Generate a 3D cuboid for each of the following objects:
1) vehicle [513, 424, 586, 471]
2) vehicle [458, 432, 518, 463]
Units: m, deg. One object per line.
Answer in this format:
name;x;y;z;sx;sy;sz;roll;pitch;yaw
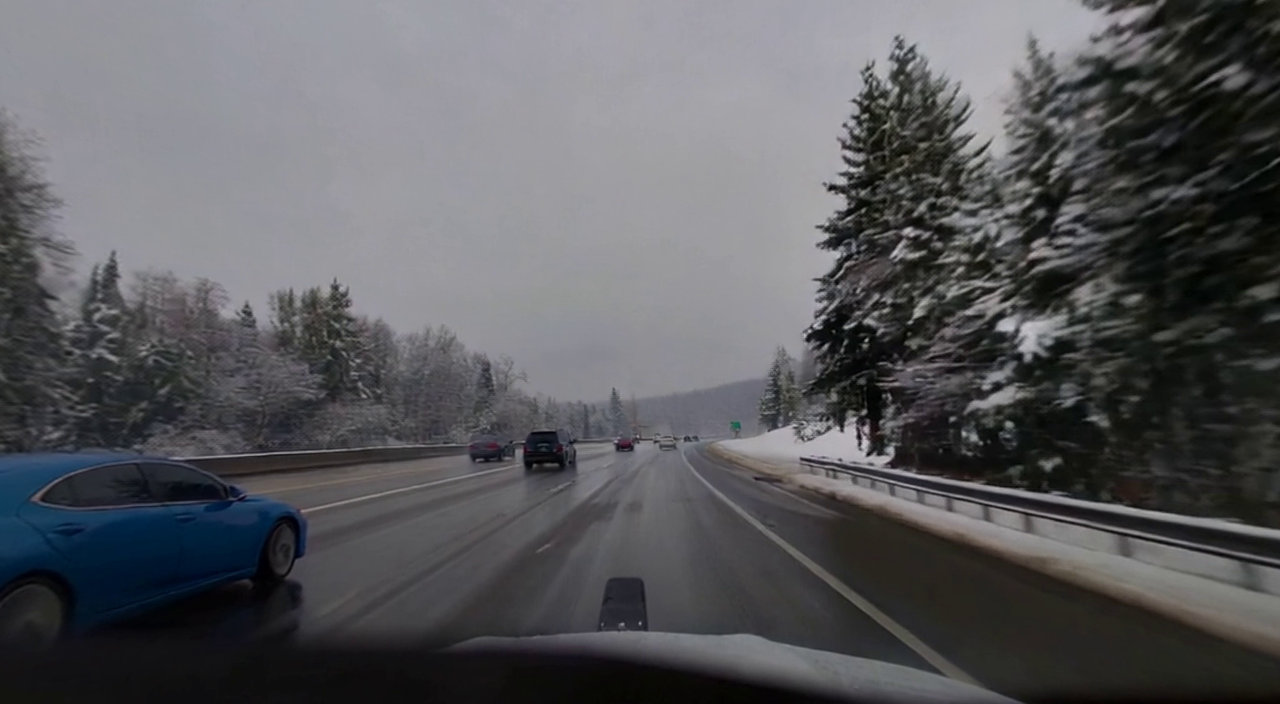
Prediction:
vehicle;-3.495;3.811;25.344;2.071;1.716;4.363;0;-8;3
vehicle;-7.596;4.813;31.963;1.883;1.411;4.053;0;-8;3
